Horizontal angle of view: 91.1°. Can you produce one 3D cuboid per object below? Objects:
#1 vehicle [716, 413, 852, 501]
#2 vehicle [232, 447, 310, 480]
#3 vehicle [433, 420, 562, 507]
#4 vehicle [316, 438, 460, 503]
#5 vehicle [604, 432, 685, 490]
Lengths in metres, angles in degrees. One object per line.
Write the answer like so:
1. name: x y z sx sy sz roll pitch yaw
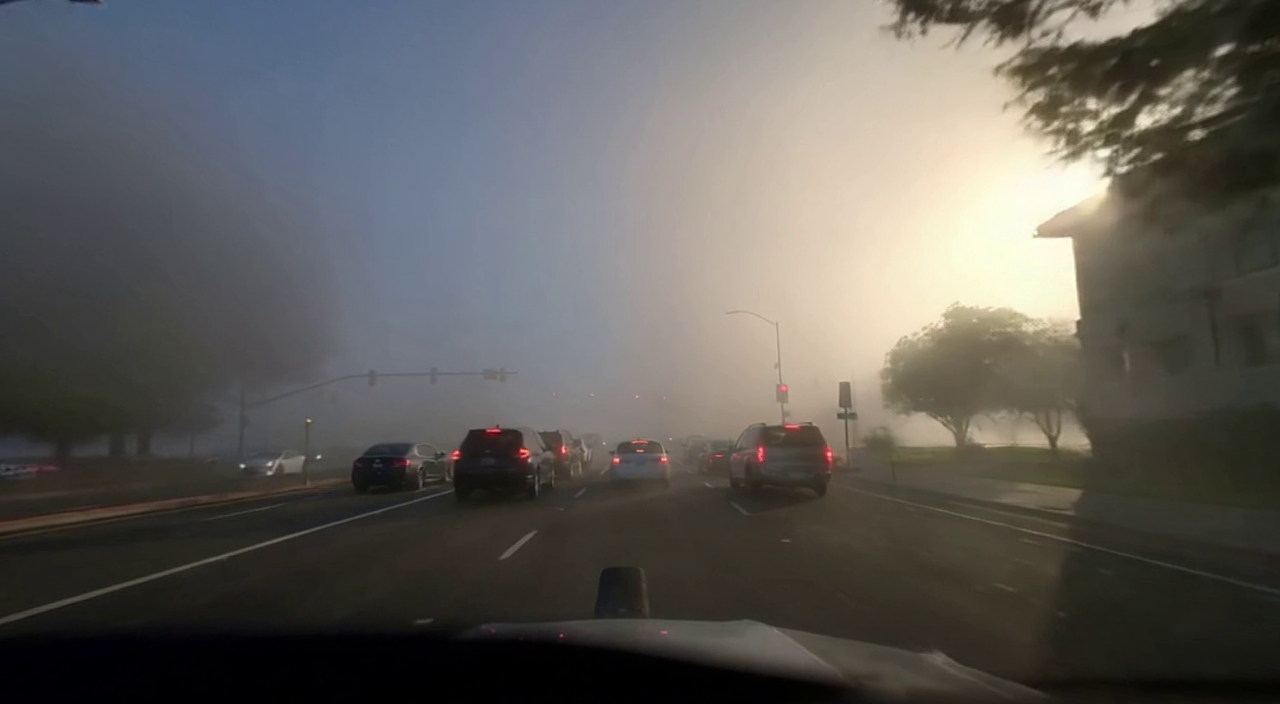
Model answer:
1. vehicle: 3.310 2.543 15.570 2.141 1.833 4.704 0 -8 -2
2. vehicle: -21.951 6.605 37.672 2.219 1.786 5.705 2 -8 -11
3. vehicle: -3.099 2.531 14.651 1.912 1.703 4.261 0 -8 1
4. vehicle: -6.450 3.056 16.750 1.926 1.465 4.620 0 -8 0
5. vehicle: 0.091 3.027 17.757 2.021 1.461 3.862 0 -8 -1
